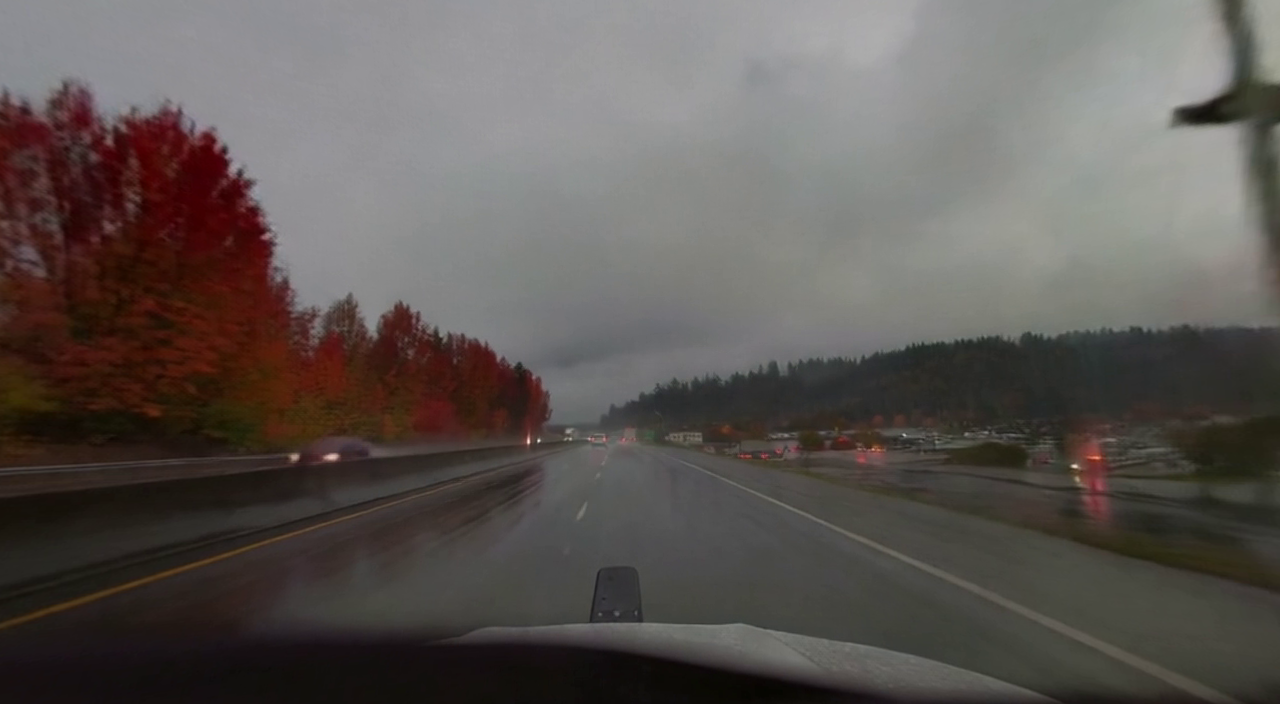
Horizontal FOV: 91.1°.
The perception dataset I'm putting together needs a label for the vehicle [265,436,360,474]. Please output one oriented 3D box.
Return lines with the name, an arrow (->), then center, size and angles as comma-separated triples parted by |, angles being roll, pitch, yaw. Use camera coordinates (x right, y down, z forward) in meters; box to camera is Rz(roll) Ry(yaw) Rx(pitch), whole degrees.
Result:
vehicle -> -14.263, 4.485, 27.701 | 1.872, 1.513, 4.459 | 0, -8, -2
